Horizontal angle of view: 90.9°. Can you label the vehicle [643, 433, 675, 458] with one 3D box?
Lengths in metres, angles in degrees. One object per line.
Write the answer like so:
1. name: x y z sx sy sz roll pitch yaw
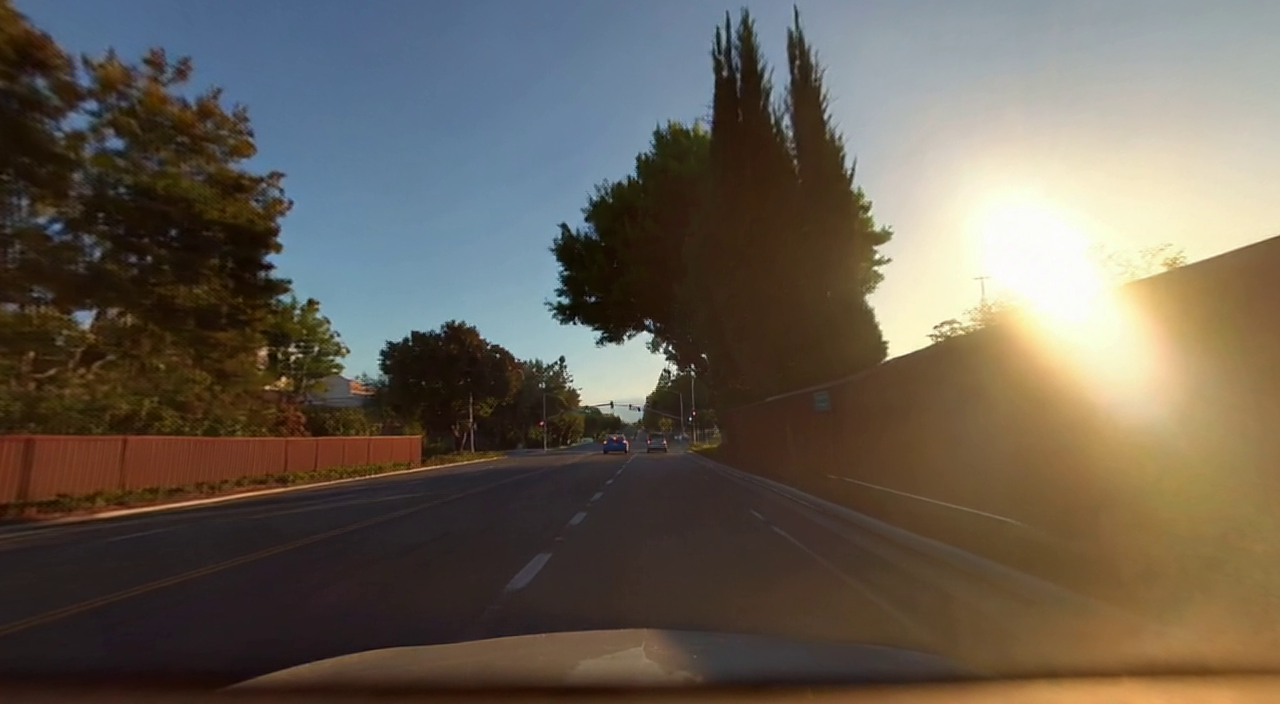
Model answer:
1. vehicle: 1.320 6.668 44.956 2.127 1.665 3.993 0 -8 1
